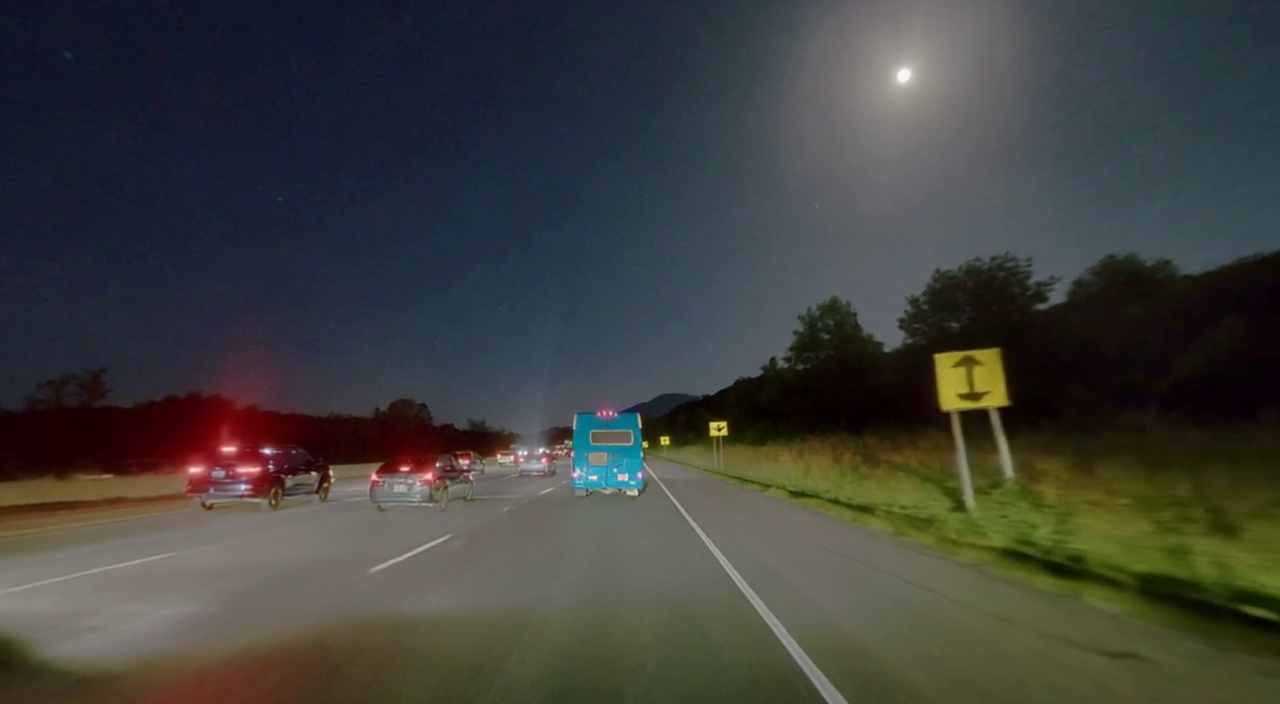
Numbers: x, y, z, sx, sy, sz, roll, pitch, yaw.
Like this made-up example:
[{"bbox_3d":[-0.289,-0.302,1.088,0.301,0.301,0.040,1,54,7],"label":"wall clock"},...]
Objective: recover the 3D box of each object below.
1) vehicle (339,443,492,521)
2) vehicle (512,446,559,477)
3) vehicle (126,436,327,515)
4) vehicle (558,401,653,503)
[{"bbox_3d":[-4.716,2.767,13.917,1.876,1.438,4.072,0,-9,0],"label":"vehicle"},{"bbox_3d":[-5.316,5.628,32.391,1.872,1.480,3.545,0,-9,-1],"label":"vehicle"},{"bbox_3d":[-9.726,2.912,15.327,2.010,1.621,4.252,0,-9,-1],"label":"vehicle"},{"bbox_3d":[-0.903,2.952,18.677,2.394,2.556,5.232,0,-9,-1],"label":"vehicle"}]
